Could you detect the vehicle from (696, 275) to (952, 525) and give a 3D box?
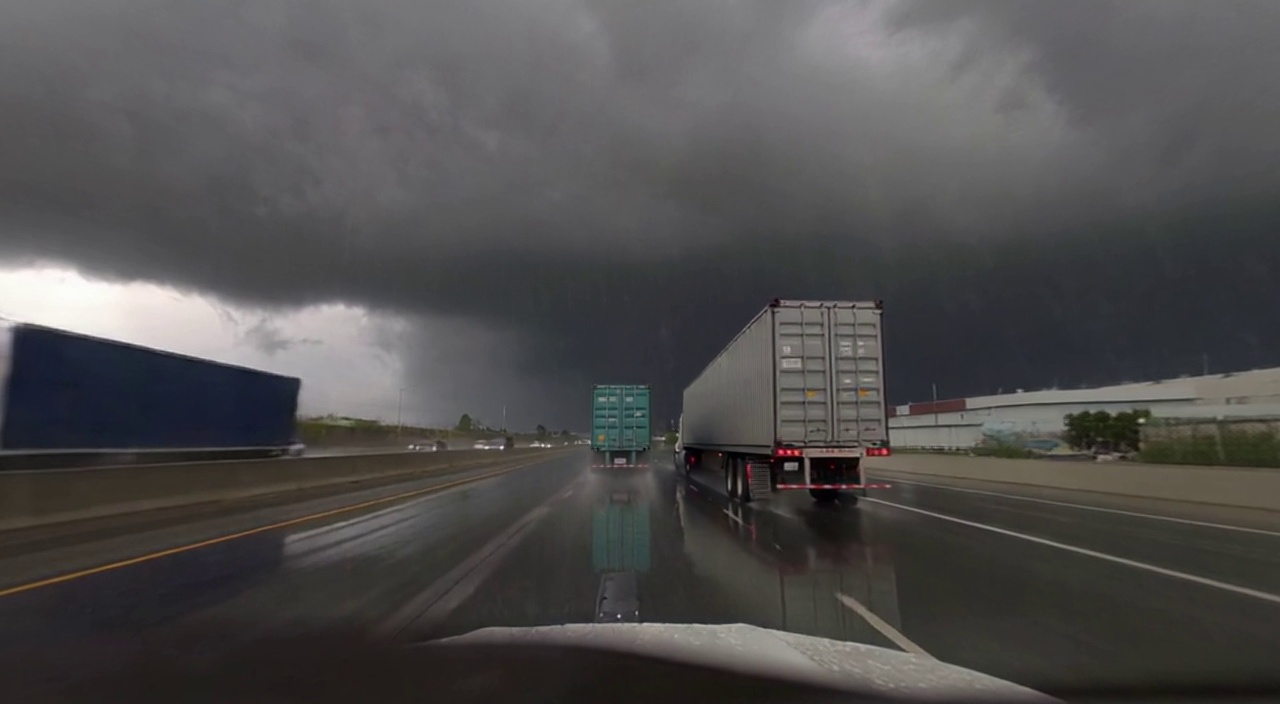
[{"bbox_3d":[3.499,1.674,16.645,2.803,4.072,12.744,0,-9,0],"label":"vehicle"}]

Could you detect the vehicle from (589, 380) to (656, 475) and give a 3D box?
[{"bbox_3d":[-0.704,4.114,33.147,2.841,4.071,12.046,-1,-8,0],"label":"vehicle"}]

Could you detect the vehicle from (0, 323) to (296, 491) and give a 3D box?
[{"bbox_3d":[-16.669,2.252,21.534,2.829,4.021,13.010,0,-9,-1],"label":"vehicle"}]

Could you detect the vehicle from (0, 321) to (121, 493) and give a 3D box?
[{"bbox_3d":[-16.432,1.169,13.958,3.035,3.978,8.132,0,-9,-1],"label":"vehicle"}]
